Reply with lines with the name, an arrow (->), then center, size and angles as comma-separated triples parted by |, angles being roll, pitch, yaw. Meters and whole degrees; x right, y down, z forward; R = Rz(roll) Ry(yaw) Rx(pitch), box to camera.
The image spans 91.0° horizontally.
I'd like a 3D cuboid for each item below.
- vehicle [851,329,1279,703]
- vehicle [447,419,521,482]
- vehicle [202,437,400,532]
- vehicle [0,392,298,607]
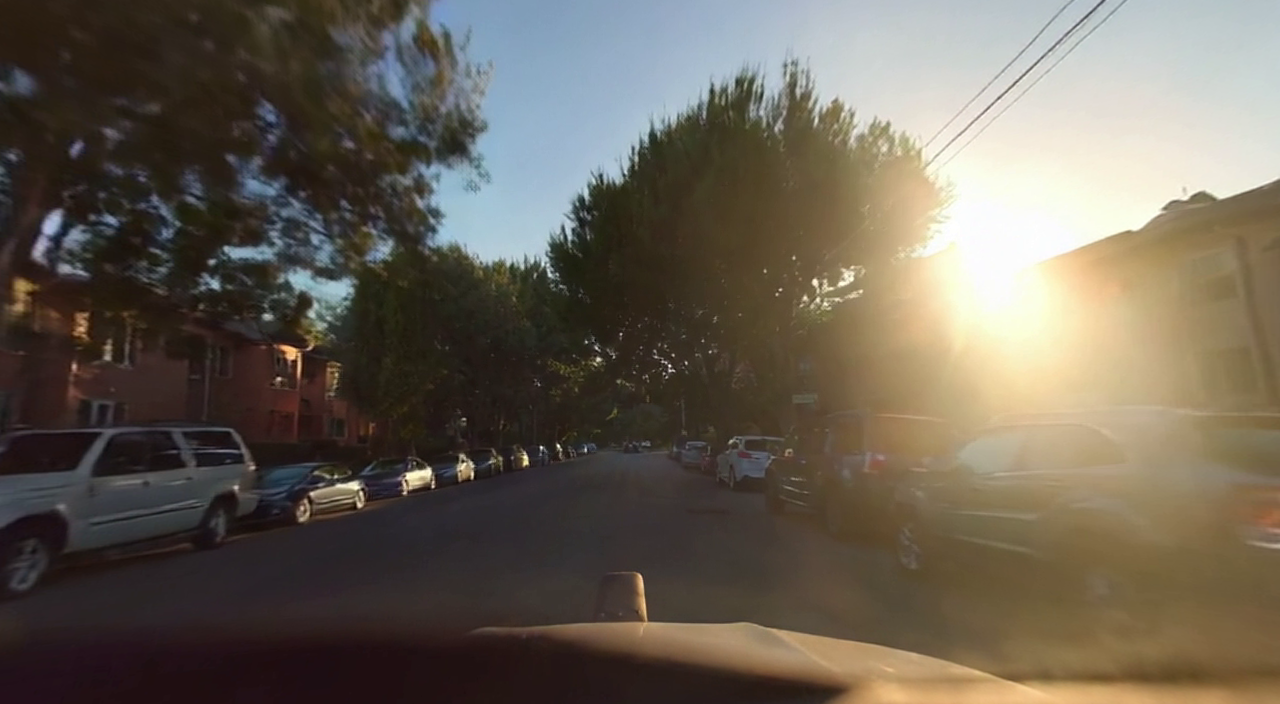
vehicle -> 3.895, 1.206, 5.451 | 2.214, 1.885, 5.268 | 0, -8, -1
vehicle -> -7.544, 4.851, 31.154 | 2.294, 2.707, 6.199 | -2, -9, -2
vehicle -> -7.232, 2.826, 14.124 | 1.978, 1.721, 4.589 | -1, -9, -2
vehicle -> -7.330, 1.861, 8.391 | 2.205, 2.051, 6.109 | -3, -9, -1
